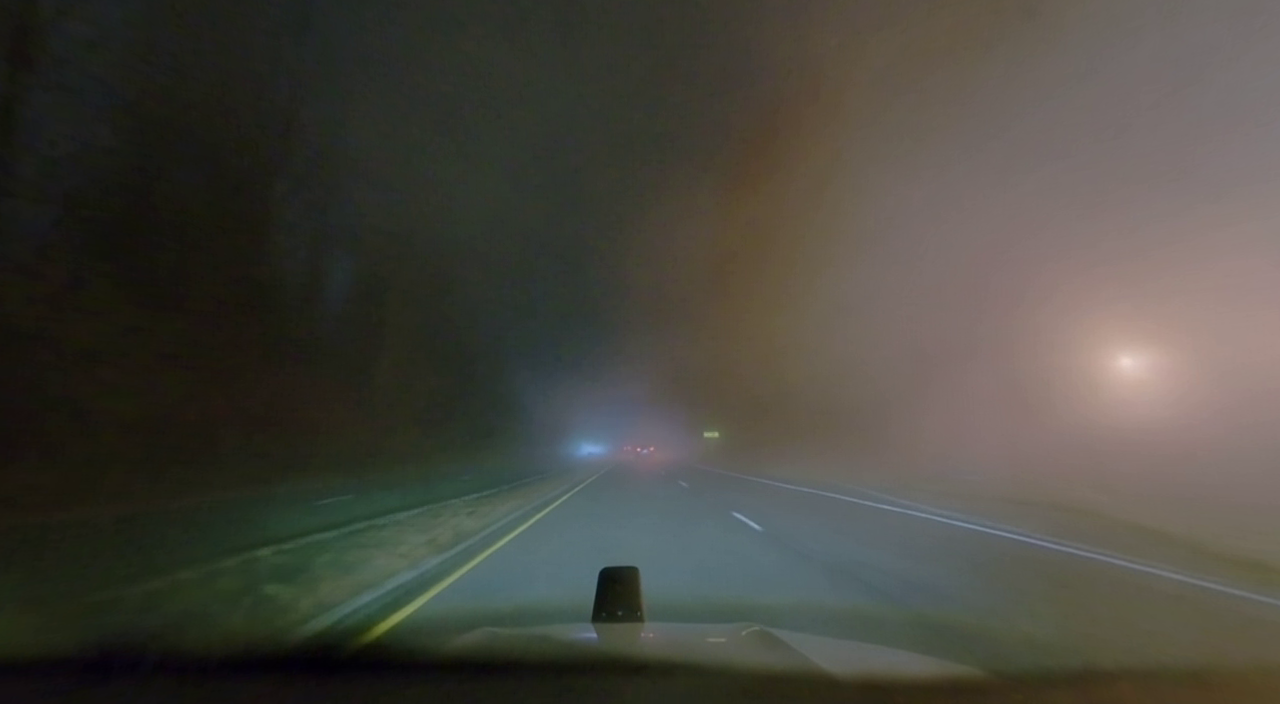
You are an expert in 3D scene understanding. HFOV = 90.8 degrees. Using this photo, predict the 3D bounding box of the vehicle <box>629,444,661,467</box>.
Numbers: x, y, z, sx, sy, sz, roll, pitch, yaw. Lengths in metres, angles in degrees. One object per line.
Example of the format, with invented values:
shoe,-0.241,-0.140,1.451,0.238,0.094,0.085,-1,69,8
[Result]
vehicle,0.347,8.166,49.834,2.183,1.744,4.424,0,-9,-3
